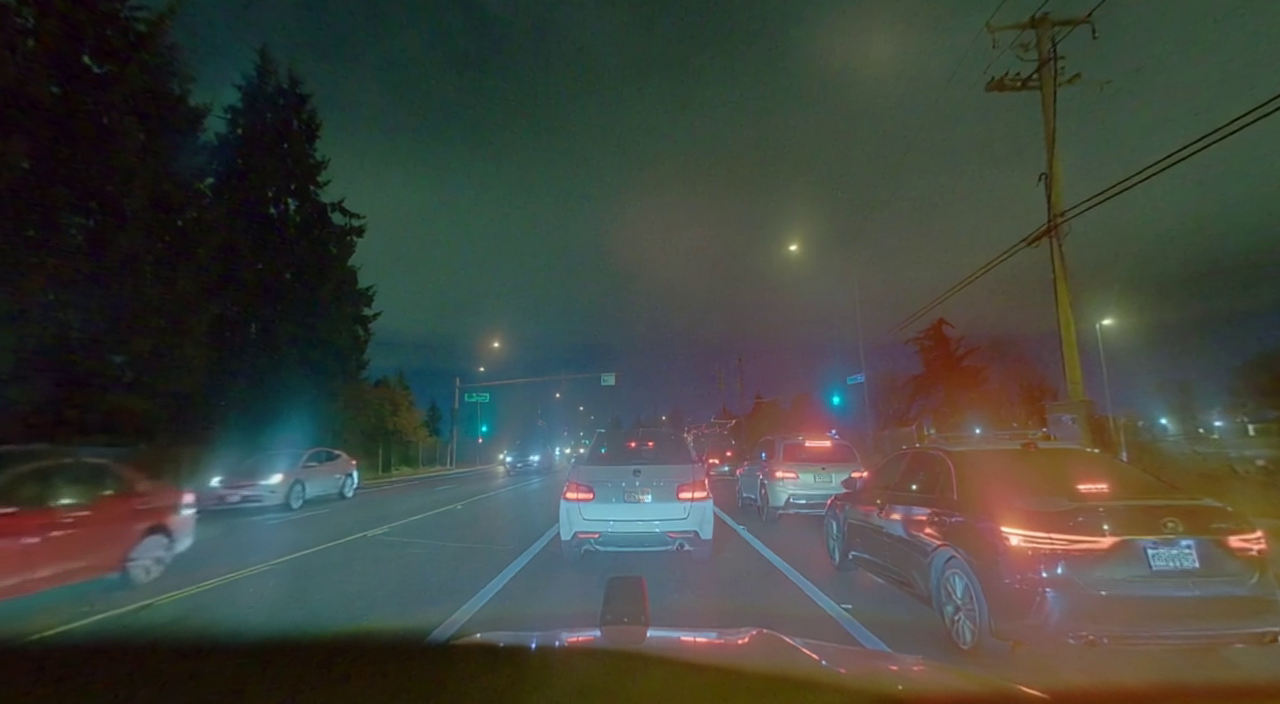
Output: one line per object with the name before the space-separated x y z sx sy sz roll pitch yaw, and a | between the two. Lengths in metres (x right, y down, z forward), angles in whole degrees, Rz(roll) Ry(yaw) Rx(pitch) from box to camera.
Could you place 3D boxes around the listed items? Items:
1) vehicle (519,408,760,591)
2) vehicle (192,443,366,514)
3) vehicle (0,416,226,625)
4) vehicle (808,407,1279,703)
vehicle | 0.009 1.661 7.910 2.200 1.653 4.127 0 -8 1
vehicle | -9.982 3.478 17.995 2.003 1.705 4.747 -1 -9 2
vehicle | -6.397 1.470 5.695 2.225 1.713 4.514 0 -8 0
vehicle | 2.893 1.313 4.990 1.950 1.487 4.275 0 -8 0
